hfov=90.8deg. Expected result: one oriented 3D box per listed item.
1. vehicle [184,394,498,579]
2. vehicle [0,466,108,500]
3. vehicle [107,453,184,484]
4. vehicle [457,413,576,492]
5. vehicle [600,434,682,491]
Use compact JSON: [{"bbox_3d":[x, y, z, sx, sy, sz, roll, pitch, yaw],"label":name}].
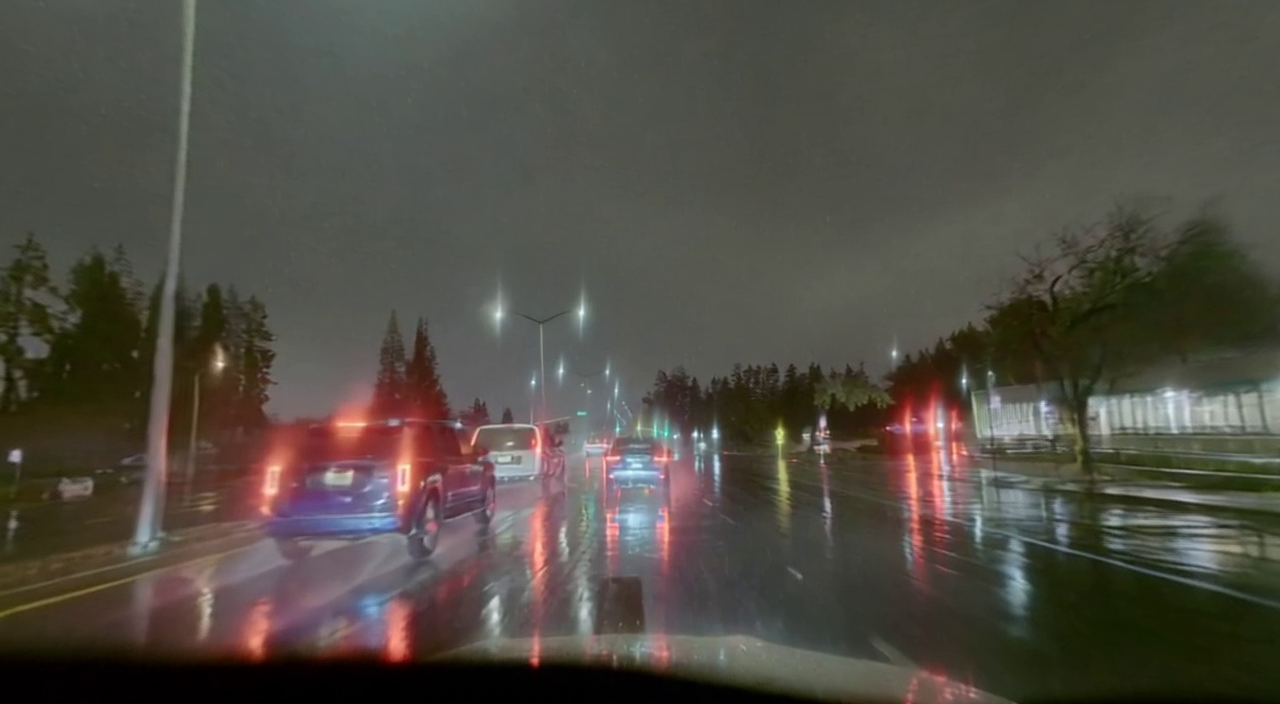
[{"bbox_3d":[-3.338,1.595,8.225,2.046,1.751,4.208,0,-8,-1],"label":"vehicle"},{"bbox_3d":[-27.610,6.013,29.093,4.300,1.427,1.877,1,-9,-8],"label":"vehicle"},{"bbox_3d":[-33.997,7.994,43.617,2.146,1.907,4.954,2,-9,-12],"label":"vehicle"},{"bbox_3d":[-3.389,2.950,18.748,2.301,1.985,5.531,0,-8,1],"label":"vehicle"},{"bbox_3d":[-0.019,3.168,18.448,2.126,1.475,3.967,0,-8,-1],"label":"vehicle"}]
